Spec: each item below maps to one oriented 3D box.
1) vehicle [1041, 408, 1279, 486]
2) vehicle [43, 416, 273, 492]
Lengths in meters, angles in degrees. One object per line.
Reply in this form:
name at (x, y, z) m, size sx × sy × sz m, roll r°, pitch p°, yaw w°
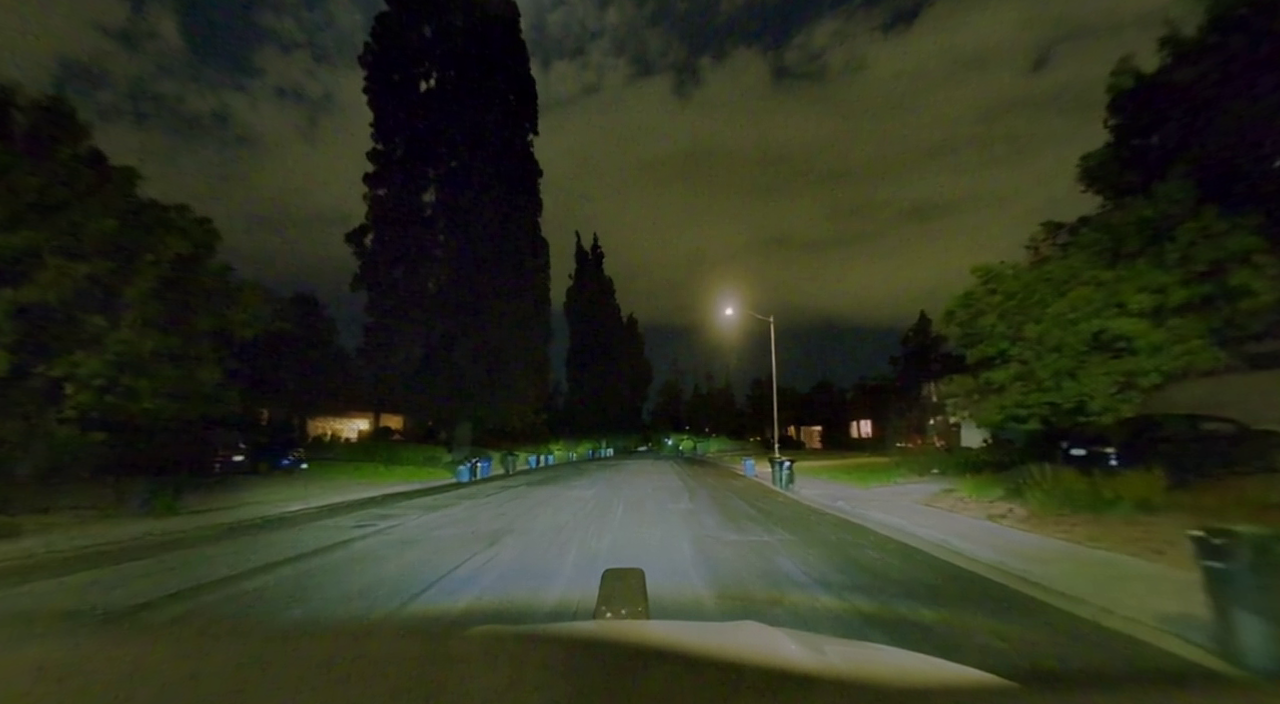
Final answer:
vehicle at (11.459, 2.020, 13.532) m, size 4.254 × 1.538 × 2.020 m, roll 0°, pitch -8°, yaw 2°
vehicle at (-13.227, 2.824, 17.560) m, size 4.587 × 1.786 × 2.127 m, roll 2°, pitch -9°, yaw 2°
